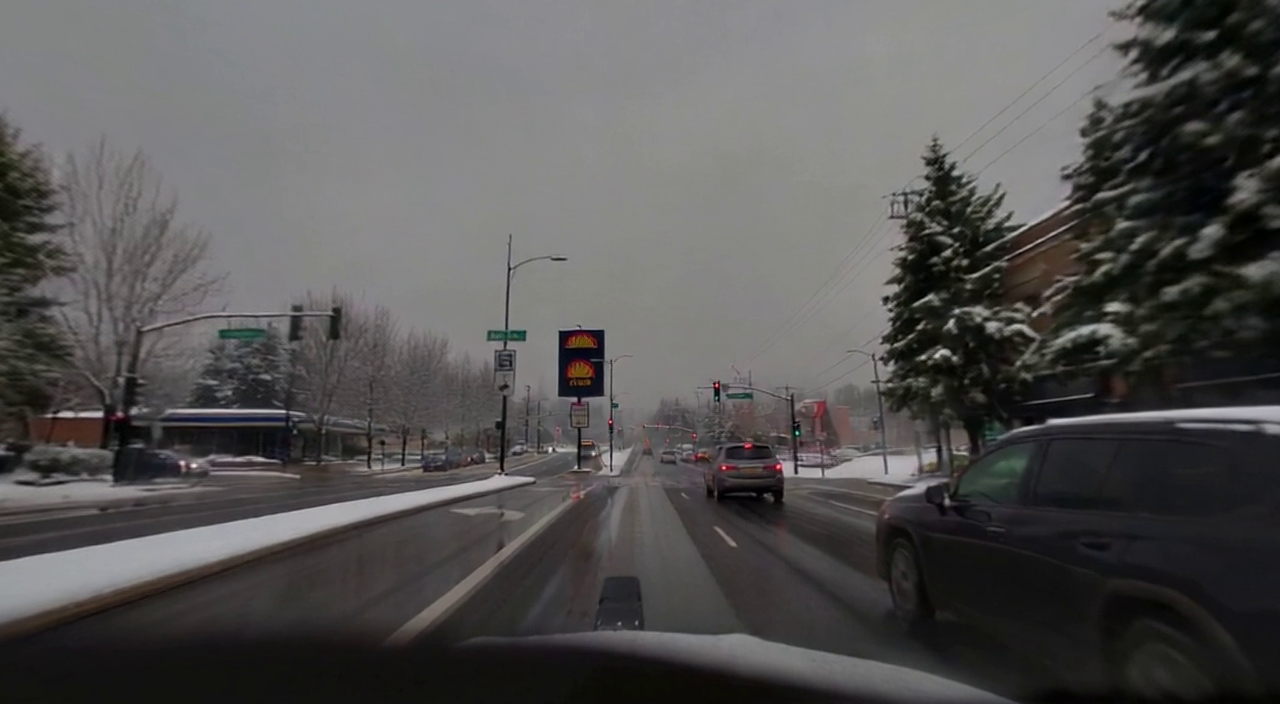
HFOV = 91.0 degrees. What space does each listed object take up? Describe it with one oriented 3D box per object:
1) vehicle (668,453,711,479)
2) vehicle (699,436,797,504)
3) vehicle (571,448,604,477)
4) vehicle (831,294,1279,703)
[{"bbox_3d":[2.989,6.986,38.930,2.282,1.458,4.362,0,-9,-1],"label":"vehicle"},{"bbox_3d":[2.920,3.293,17.950,1.999,1.679,4.217,0,-9,-1],"label":"vehicle"},{"bbox_3d":[-3.764,7.825,44.237,2.189,1.836,4.693,0,-12,-6],"label":"vehicle"},{"bbox_3d":[2.710,0.922,2.854,2.183,1.720,4.842,0,-9,0],"label":"vehicle"}]
